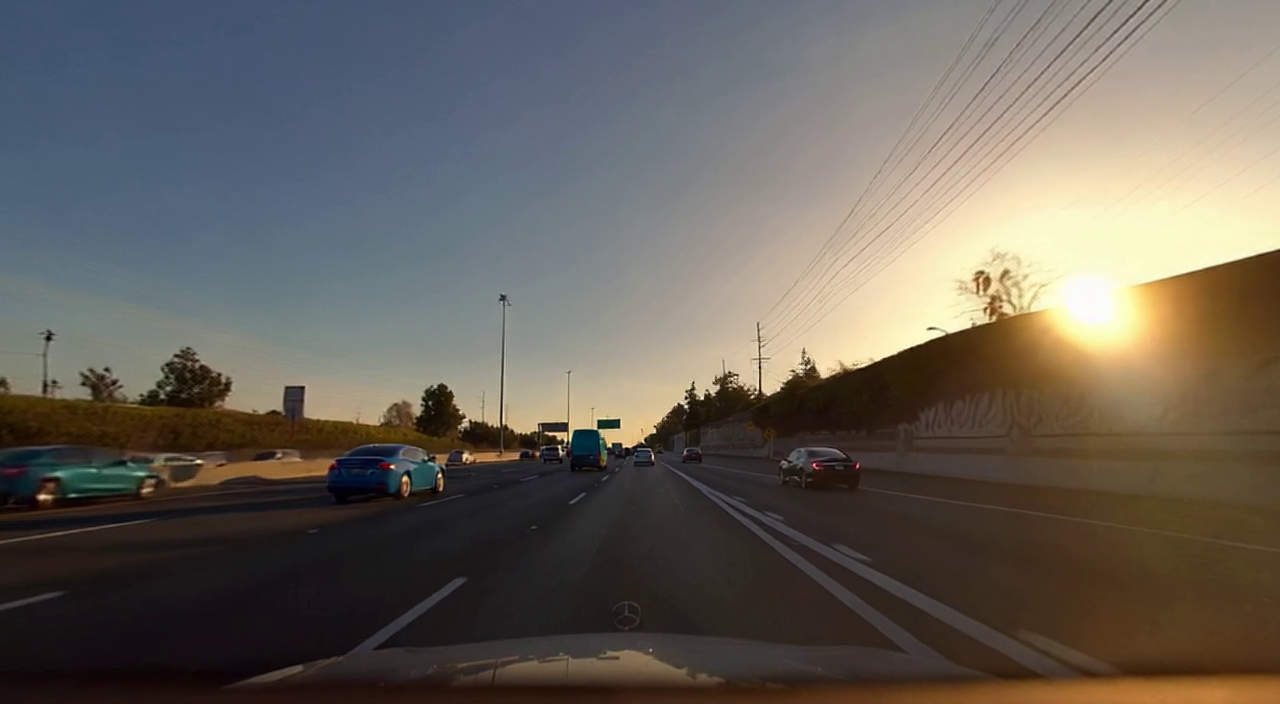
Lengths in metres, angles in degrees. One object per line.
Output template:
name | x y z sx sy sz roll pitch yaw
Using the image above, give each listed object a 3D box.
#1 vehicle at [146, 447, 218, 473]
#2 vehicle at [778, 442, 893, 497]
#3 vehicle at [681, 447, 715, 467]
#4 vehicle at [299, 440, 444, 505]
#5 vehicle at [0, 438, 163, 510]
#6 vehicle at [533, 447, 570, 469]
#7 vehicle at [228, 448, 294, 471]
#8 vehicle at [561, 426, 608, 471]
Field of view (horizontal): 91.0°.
vehicle | -32.923 7.773 45.423 2.039 1.759 4.072 0 -9 2
vehicle | 5.846 3.547 19.461 2.052 1.470 4.364 0 -9 -2
vehicle | 4.425 8.033 48.364 2.095 1.504 4.536 0 -9 -1
vehicle | -7.107 3.209 17.275 1.967 1.525 4.458 0 -9 1
vehicle | -14.922 2.970 15.714 2.039 1.538 5.037 0 -9 1
vehicle | -6.387 7.662 45.874 1.944 1.490 4.442 0 -9 1
vehicle | -29.089 8.242 48.544 2.070 1.690 4.801 0 -9 1
vehicle | -3.454 6.205 40.529 2.395 2.660 5.827 0 -9 1
